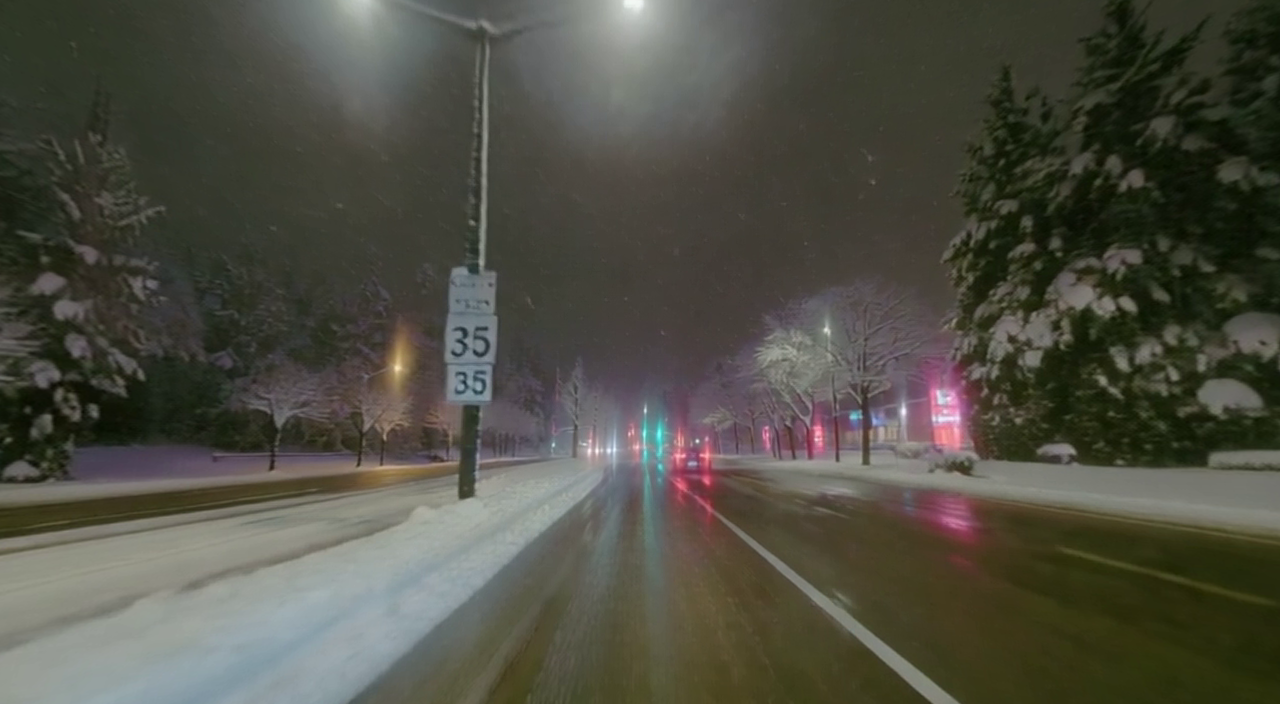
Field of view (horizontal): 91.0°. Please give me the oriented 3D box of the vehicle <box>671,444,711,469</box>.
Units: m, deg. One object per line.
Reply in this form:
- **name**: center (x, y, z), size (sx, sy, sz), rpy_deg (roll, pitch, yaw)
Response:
- **vehicle**: center (3.117, 6.549, 39.683), size (2.015, 1.479, 4.444), rpy_deg (0, -8, -2)
